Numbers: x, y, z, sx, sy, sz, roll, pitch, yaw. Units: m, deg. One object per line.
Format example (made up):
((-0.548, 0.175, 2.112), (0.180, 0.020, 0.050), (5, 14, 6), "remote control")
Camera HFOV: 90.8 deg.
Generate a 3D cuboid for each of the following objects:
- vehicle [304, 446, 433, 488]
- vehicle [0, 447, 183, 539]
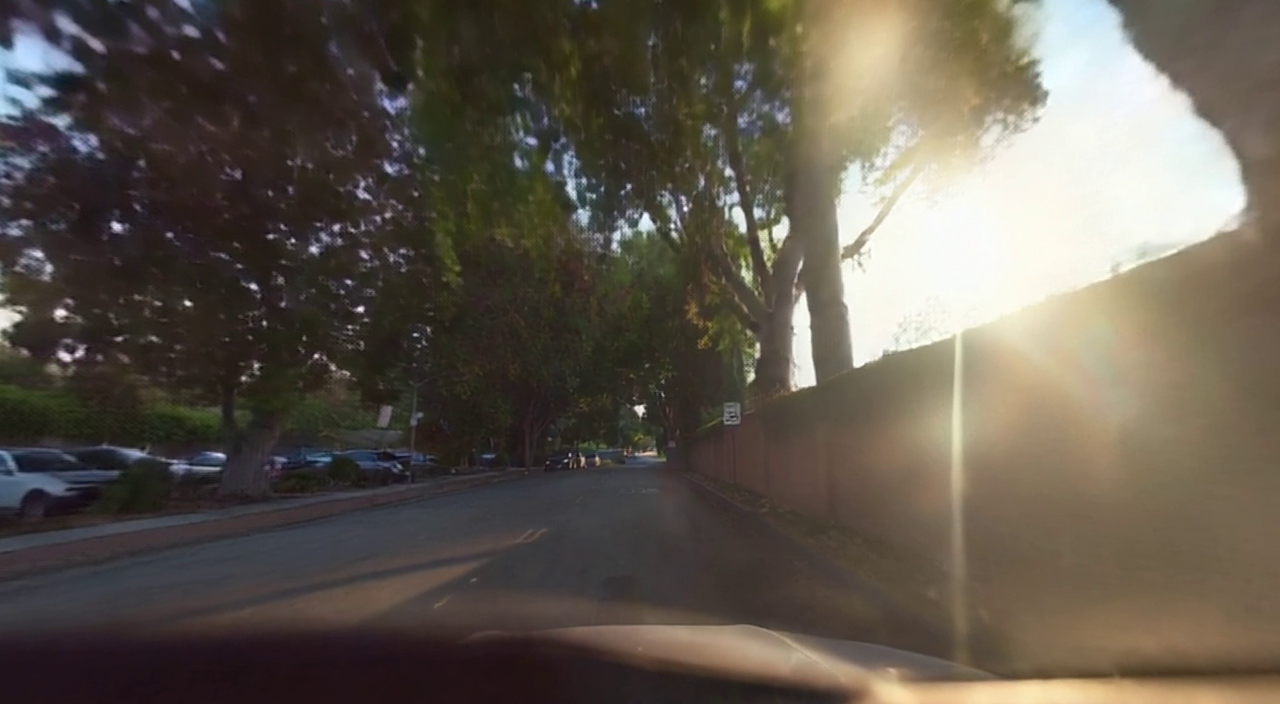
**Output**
((-13.561, 5.771, 31.837), (5.428, 1.908, 2.196), (1, -9, 0), "vehicle")
((-13.095, 2.958, 13.592), (4.870, 1.767, 2.120), (-1, -8, 2), "vehicle")
